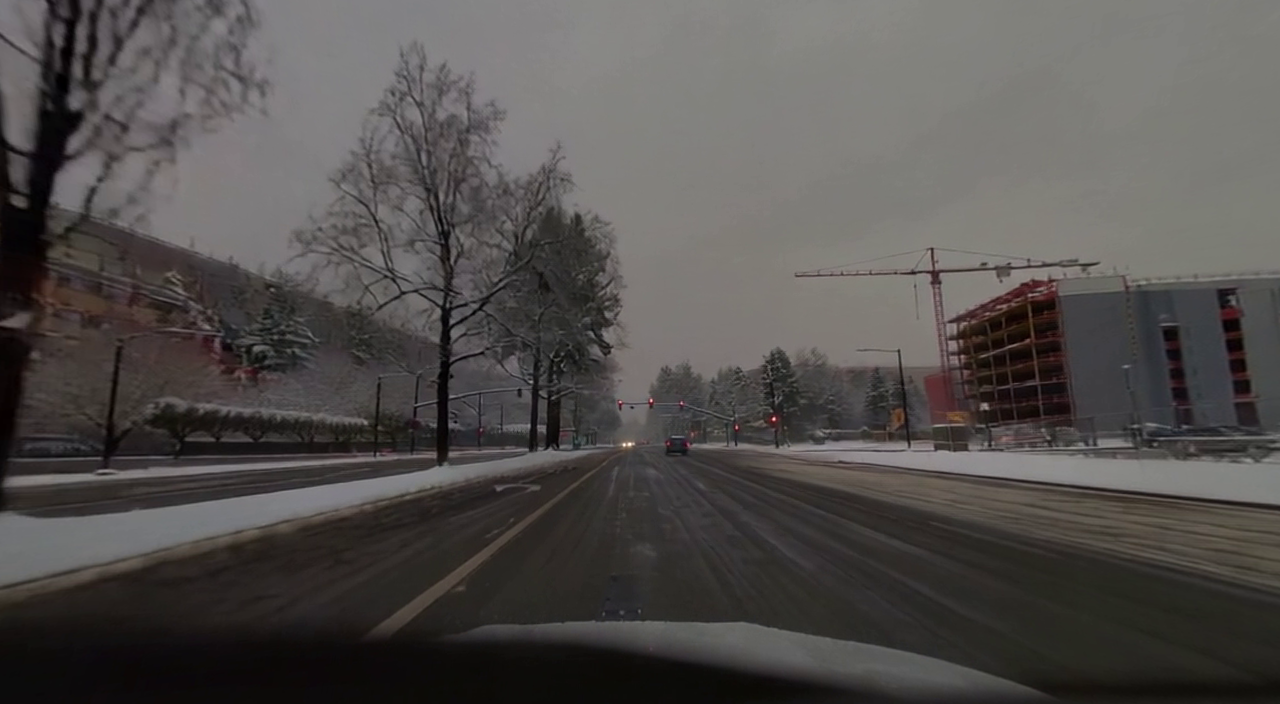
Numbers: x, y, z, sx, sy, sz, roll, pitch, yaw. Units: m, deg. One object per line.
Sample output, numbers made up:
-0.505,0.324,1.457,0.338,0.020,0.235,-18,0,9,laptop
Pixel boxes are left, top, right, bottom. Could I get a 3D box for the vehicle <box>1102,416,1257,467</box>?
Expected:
20.454,3.392,24.367,2.222,1.742,5.231,-1,-7,12,vehicle
